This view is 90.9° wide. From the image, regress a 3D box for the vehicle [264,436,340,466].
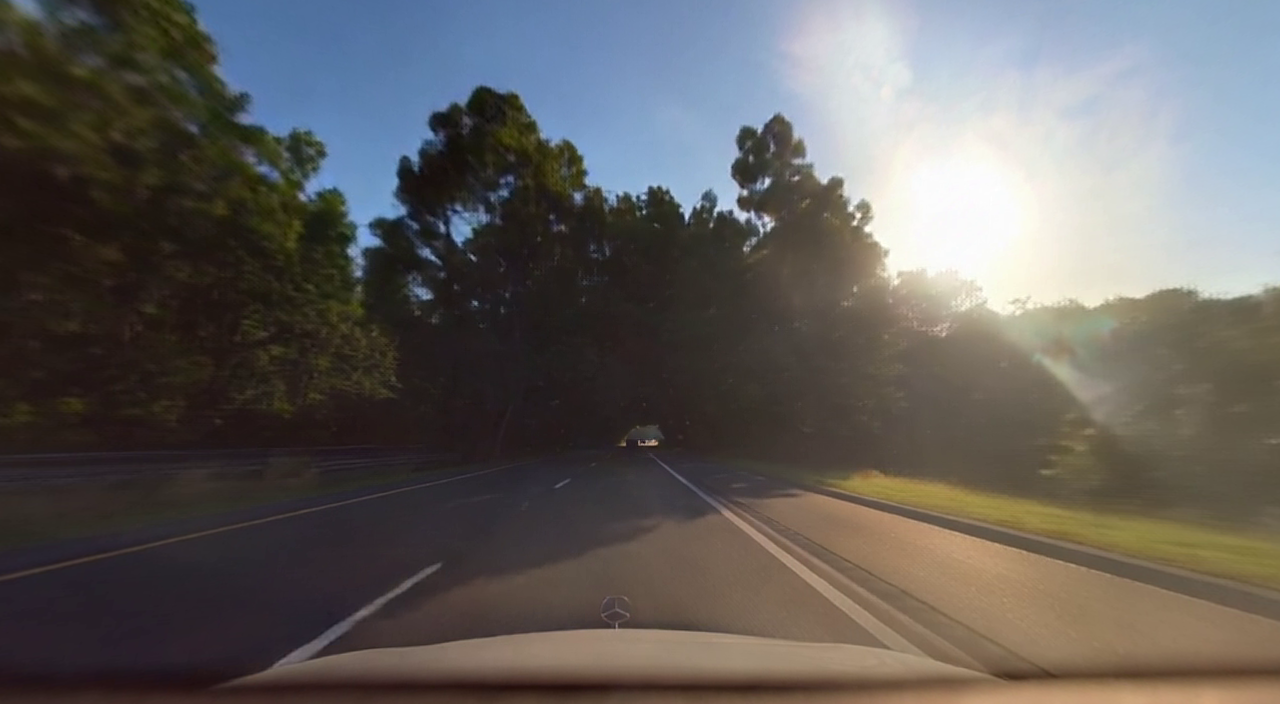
[{"bbox_3d":[-17.065,4.983,32.012,1.763,1.421,3.824,0,-8,0],"label":"vehicle"}]
